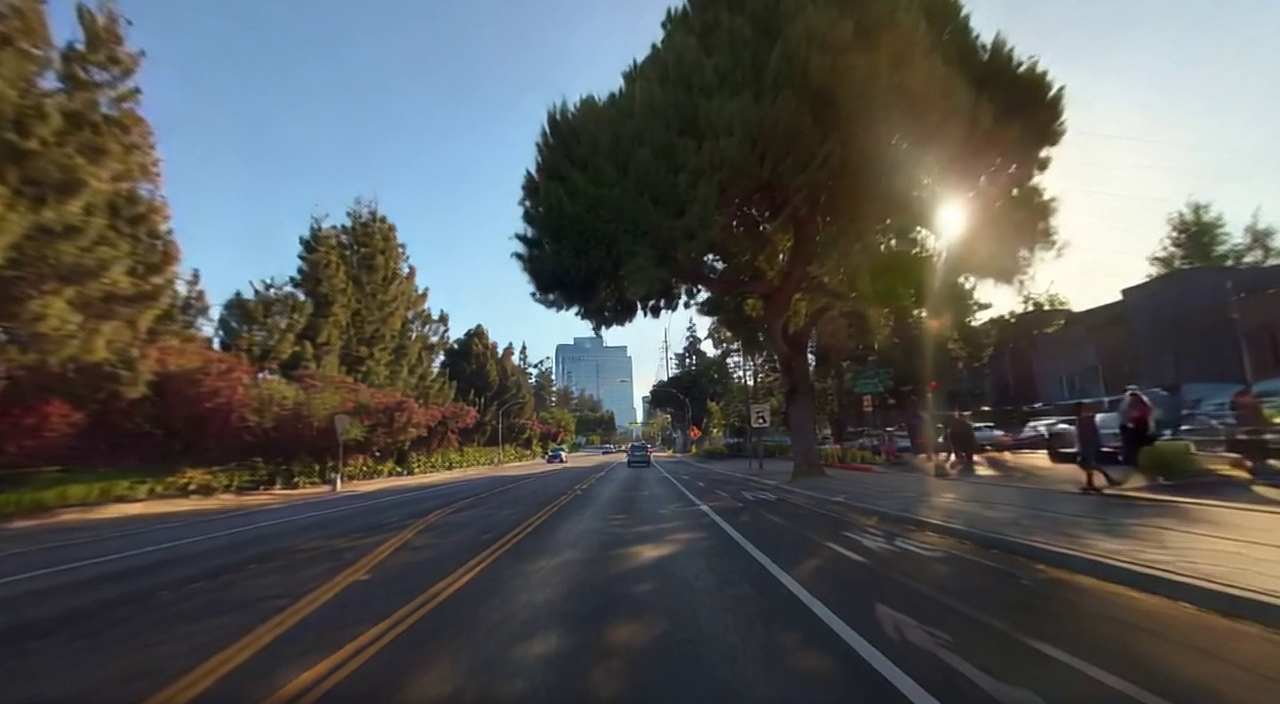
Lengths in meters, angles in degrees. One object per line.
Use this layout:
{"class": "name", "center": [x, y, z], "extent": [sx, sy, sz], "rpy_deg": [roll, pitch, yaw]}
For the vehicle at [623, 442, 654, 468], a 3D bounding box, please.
{"class": "vehicle", "center": [-0.124, 7.351, 45.147], "extent": [2.163, 1.746, 4.073], "rpy_deg": [0, -8, -1]}
